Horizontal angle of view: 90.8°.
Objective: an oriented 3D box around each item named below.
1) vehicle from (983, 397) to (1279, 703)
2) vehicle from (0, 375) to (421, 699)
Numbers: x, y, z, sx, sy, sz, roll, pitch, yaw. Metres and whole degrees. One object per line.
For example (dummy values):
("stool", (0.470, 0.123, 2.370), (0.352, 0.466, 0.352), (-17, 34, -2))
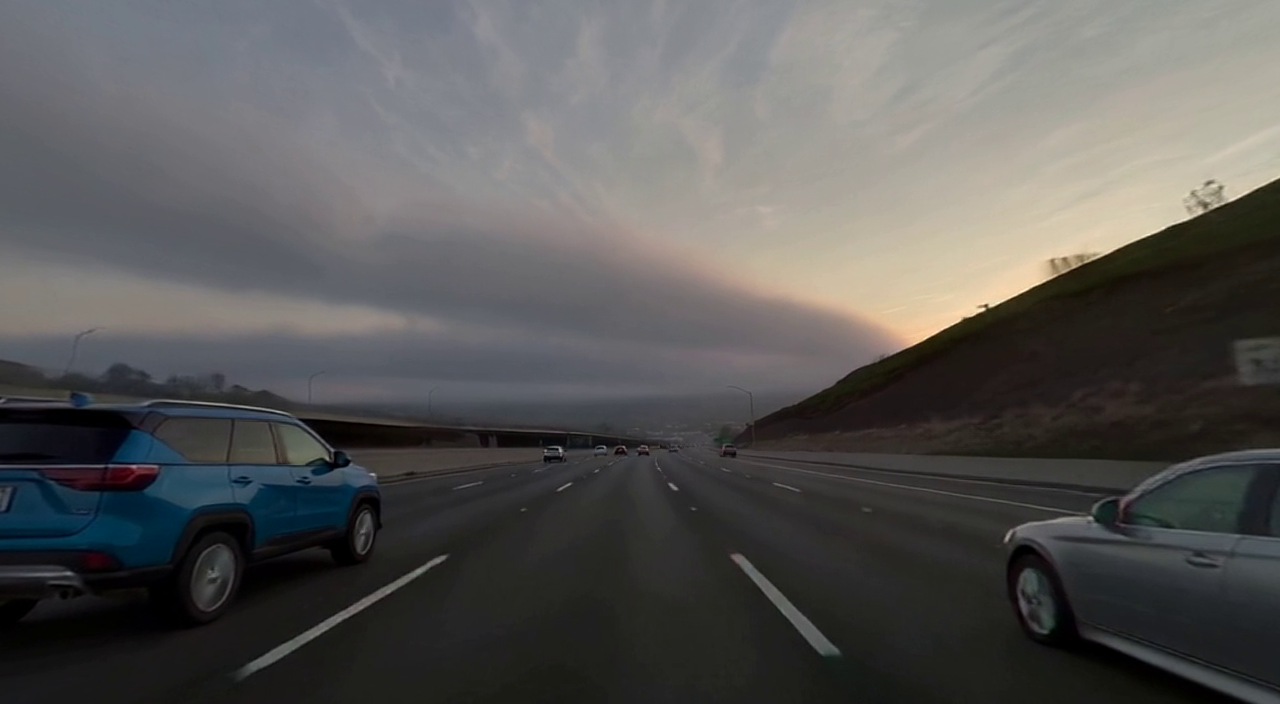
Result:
("vehicle", (3.579, 0.939, 2.593), (1.847, 1.493, 4.303), (0, -9, -1))
("vehicle", (-3.874, 1.331, 5.774), (2.047, 1.715, 4.689), (0, -9, 0))
